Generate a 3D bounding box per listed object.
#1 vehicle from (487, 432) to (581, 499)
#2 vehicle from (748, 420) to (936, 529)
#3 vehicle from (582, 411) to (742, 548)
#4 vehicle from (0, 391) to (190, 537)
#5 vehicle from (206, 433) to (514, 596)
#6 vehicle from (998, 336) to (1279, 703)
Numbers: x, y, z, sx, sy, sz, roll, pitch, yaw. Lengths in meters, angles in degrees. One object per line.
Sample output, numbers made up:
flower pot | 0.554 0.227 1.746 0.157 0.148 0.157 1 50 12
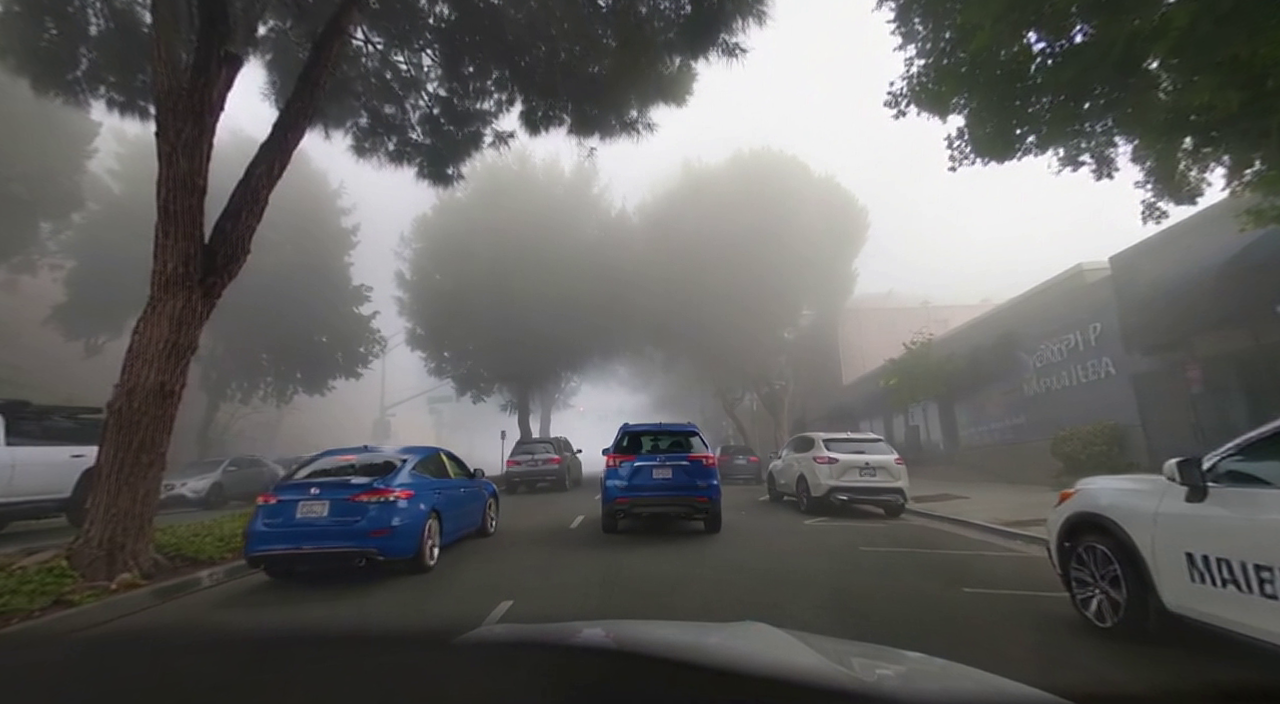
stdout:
vehicle | -3.099 3.446 19.549 2.135 1.806 4.514 0 -9 0
vehicle | 4.048 2.586 13.989 2.038 1.865 5.786 1 -9 -3
vehicle | 0.282 1.968 10.276 2.075 1.770 4.018 0 -9 0
vehicle | -14.434 2.396 13.570 2.646 2.977 9.228 -1 -7 1
vehicle | -2.987 1.806 7.941 1.908 1.474 4.257 0 -9 0
vehicle | 4.049 0.841 2.724 1.987 1.877 5.330 0 -9 2
